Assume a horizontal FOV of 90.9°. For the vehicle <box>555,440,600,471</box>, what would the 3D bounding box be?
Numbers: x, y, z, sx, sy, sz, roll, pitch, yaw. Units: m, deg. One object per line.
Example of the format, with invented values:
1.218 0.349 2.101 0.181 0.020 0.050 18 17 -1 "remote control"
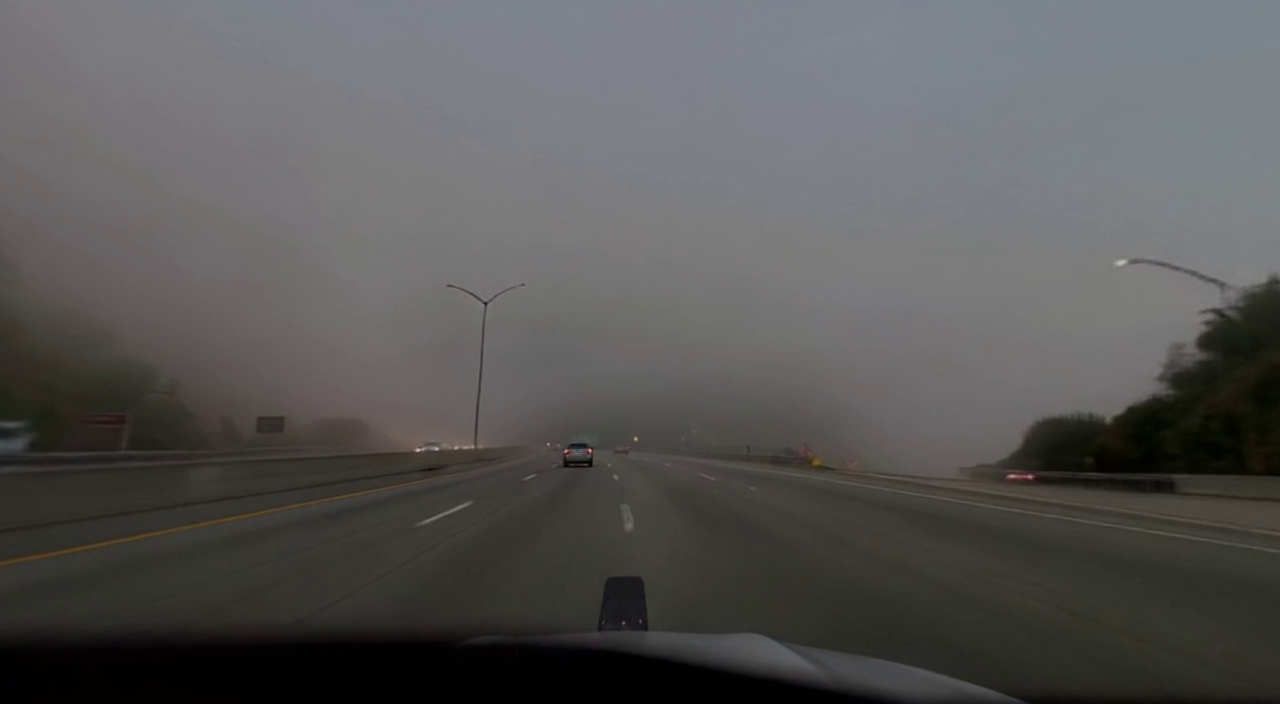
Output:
-3.230 5.411 33.252 2.193 1.497 4.337 0 -8 -4 "vehicle"
